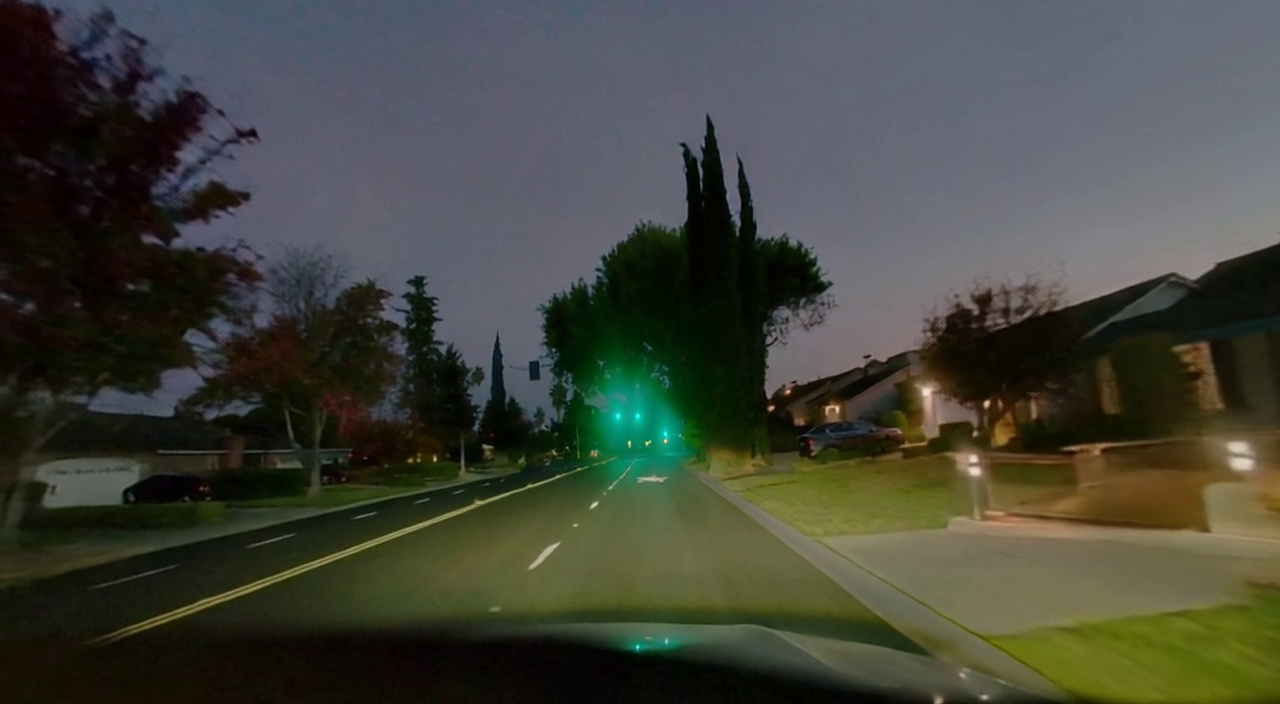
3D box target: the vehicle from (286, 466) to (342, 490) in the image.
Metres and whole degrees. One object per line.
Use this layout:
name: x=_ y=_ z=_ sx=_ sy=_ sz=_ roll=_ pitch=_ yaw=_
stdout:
vehicle: x=-22.278 y=8.586 z=43.029 sx=1.847 sy=1.461 sz=3.659 roll=0 pitch=-9 yaw=0

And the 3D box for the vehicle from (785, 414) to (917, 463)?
vehicle: x=8.349 y=3.454 z=24.941 sx=4.636 sy=1.823 sz=1.997 roll=3 pitch=-9 yaw=-18
